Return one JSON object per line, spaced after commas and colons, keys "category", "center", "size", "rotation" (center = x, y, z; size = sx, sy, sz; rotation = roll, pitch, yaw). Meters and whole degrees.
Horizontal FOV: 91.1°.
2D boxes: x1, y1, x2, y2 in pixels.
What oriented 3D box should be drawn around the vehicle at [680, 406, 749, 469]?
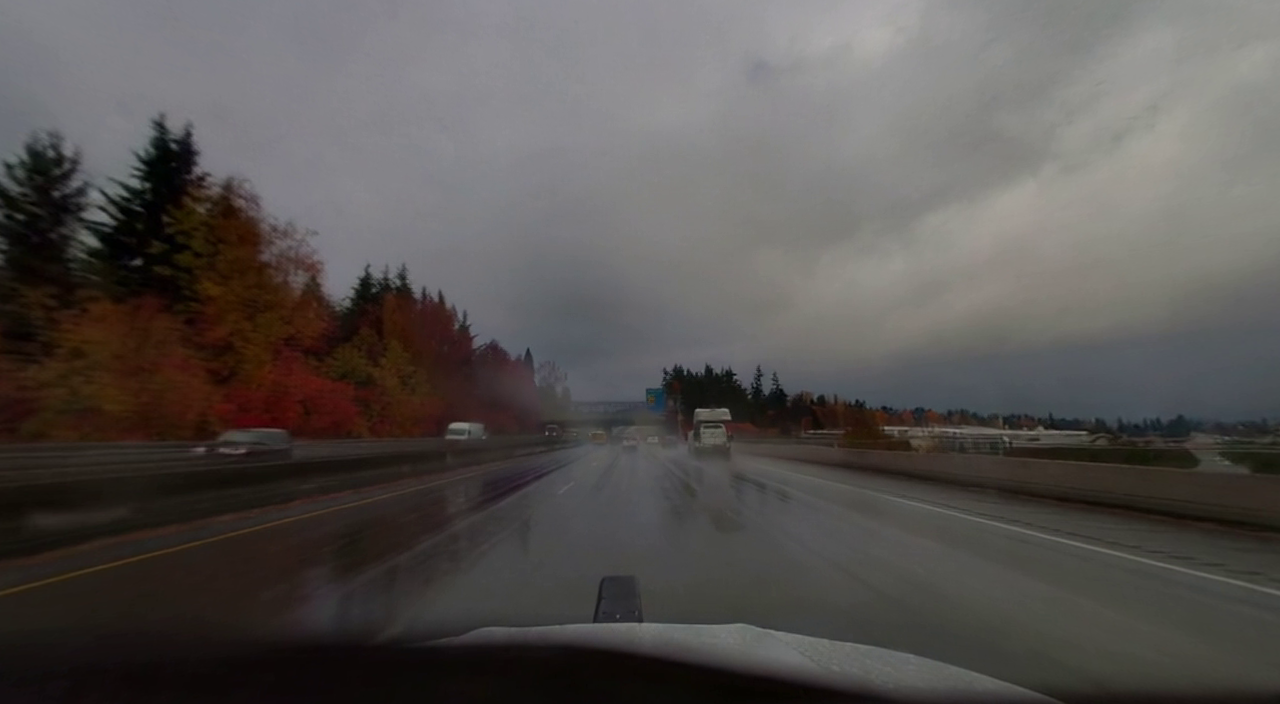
{"category": "vehicle", "center": [3.339, 4.005, 29.523], "size": [2.411, 2.614, 5.781], "rotation": [0, -8, -1]}
